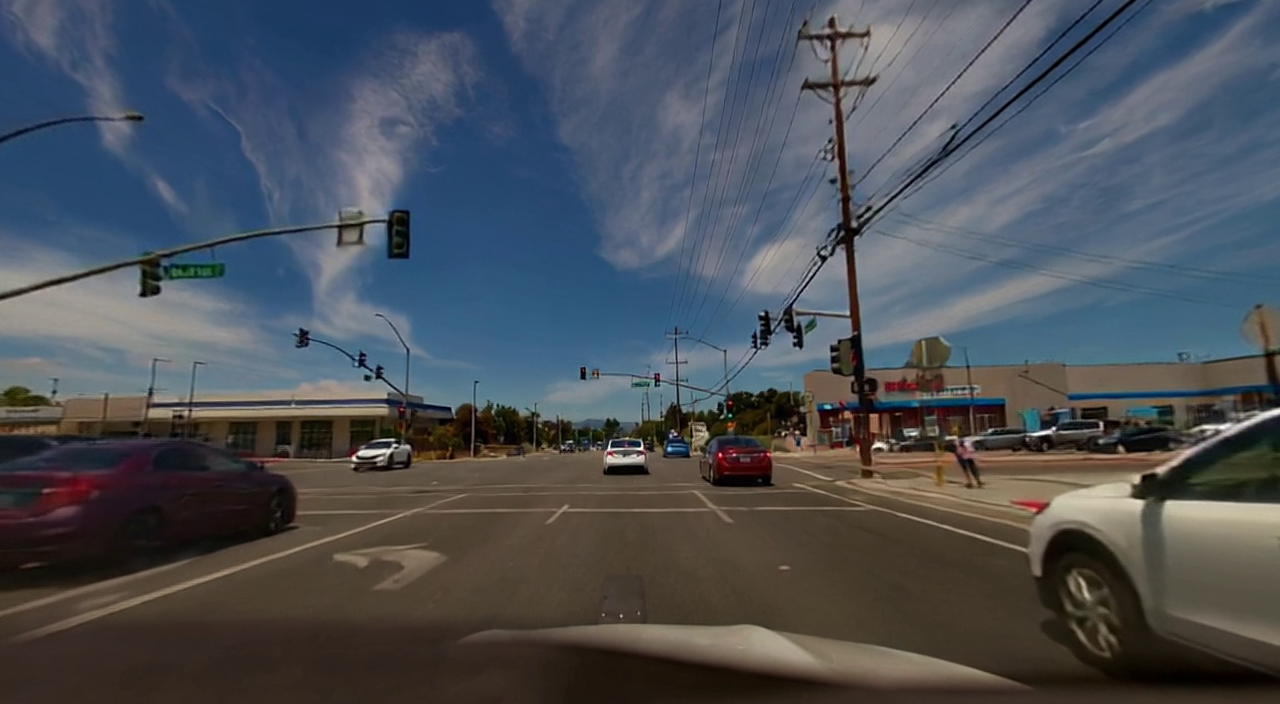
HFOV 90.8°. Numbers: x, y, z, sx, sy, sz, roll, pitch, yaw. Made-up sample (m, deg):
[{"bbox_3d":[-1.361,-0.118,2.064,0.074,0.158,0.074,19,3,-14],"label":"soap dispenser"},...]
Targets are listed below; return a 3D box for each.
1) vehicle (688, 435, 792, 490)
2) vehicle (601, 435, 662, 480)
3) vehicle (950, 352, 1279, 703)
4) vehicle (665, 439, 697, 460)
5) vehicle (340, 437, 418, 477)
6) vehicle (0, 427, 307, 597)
[{"bbox_3d":[2.824,3.261,19.055,2.208,1.436,4.542,0,-8,-3],"label":"vehicle"},{"bbox_3d":[-0.319,3.809,23.149,2.065,1.484,3.894,0,-8,-1],"label":"vehicle"},{"bbox_3d":[3.787,0.882,2.806,2.452,1.682,4.565,0,-8,0],"label":"vehicle"},{"bbox_3d":[3.012,7.274,47.392,1.971,1.477,4.121,0,-8,-2],"label":"vehicle"},{"bbox_3d":[-14.449,5.825,35.326,2.233,2.072,4.813,0,-8,0],"label":"vehicle"},{"bbox_3d":[-6.249,1.714,7.679,2.075,1.470,4.190,0,-8,0],"label":"vehicle"}]
